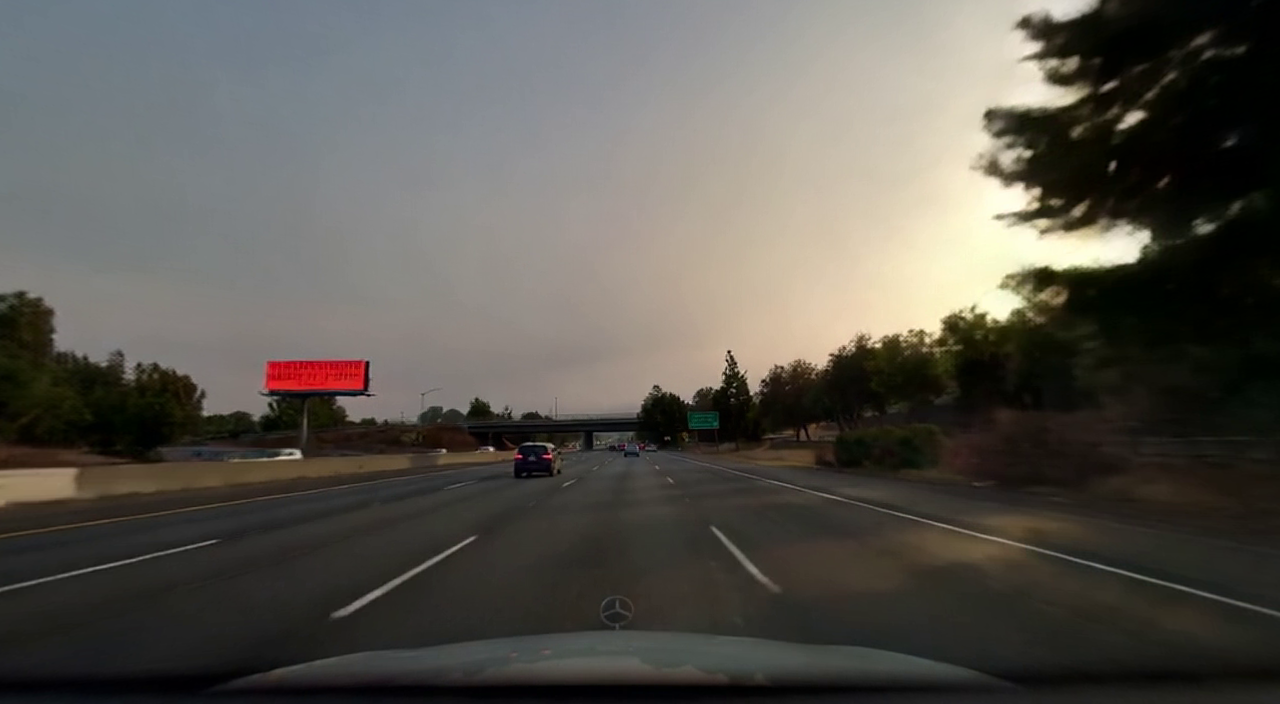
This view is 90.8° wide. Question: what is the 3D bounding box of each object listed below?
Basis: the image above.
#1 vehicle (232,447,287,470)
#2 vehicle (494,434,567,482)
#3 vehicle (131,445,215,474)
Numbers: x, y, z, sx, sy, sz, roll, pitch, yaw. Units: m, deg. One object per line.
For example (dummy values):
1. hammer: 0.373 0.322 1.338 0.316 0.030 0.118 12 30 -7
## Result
1. vehicle: -25.656 7.157 42.691 1.563 1.409 3.402 1 -9 0
2. vehicle: -4.306 4.270 25.656 2.102 1.727 4.704 0 -9 0
3. vehicle: -23.188 5.339 31.487 1.475 1.335 3.354 1 -8 2
